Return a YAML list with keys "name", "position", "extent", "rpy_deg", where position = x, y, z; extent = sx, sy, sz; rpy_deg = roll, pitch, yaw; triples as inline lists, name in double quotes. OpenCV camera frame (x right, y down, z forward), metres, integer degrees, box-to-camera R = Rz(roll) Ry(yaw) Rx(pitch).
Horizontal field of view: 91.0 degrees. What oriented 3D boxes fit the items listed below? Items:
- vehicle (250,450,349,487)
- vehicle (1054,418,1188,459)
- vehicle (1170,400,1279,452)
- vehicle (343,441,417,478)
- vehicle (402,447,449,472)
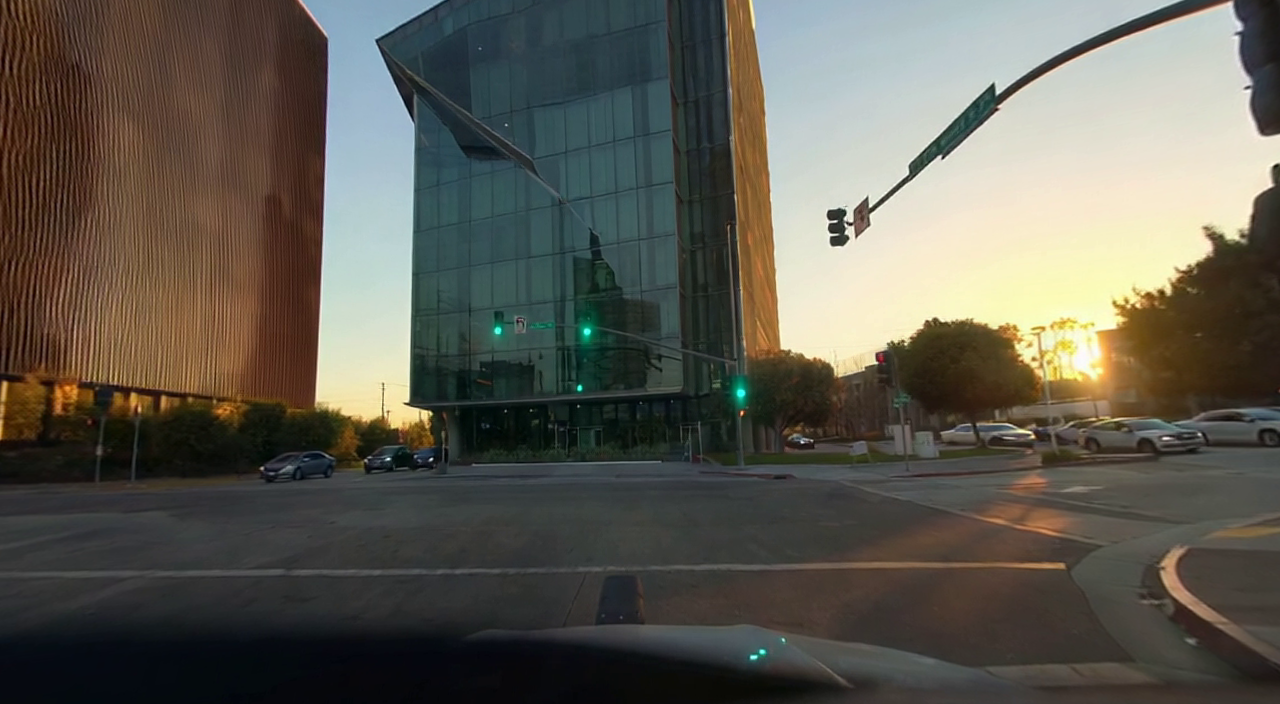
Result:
- name: "vehicle"
  position: [-14.859, 5.074, 27.806]
  extent: [1.790, 1.437, 4.349]
  rpy_deg: [0, -9, 2]
- name: "vehicle"
  position: [19.078, 3.499, 25.299]
  extent: [1.834, 1.480, 4.458]
  rpy_deg: [0, -9, -1]
- name: "vehicle"
  position: [24.402, 2.987, 25.018]
  extent: [2.109, 1.836, 5.080]
  rpy_deg: [-2, -9, 0]
- name: "vehicle"
  position: [-14.869, 6.155, 36.331]
  extent: [2.091, 1.915, 5.040]
  rpy_deg: [0, -9, 0]
- name: "vehicle"
  position: [-15.142, 7.602, 44.706]
  extent: [1.932, 1.605, 4.146]
  rpy_deg: [0, -9, -1]
